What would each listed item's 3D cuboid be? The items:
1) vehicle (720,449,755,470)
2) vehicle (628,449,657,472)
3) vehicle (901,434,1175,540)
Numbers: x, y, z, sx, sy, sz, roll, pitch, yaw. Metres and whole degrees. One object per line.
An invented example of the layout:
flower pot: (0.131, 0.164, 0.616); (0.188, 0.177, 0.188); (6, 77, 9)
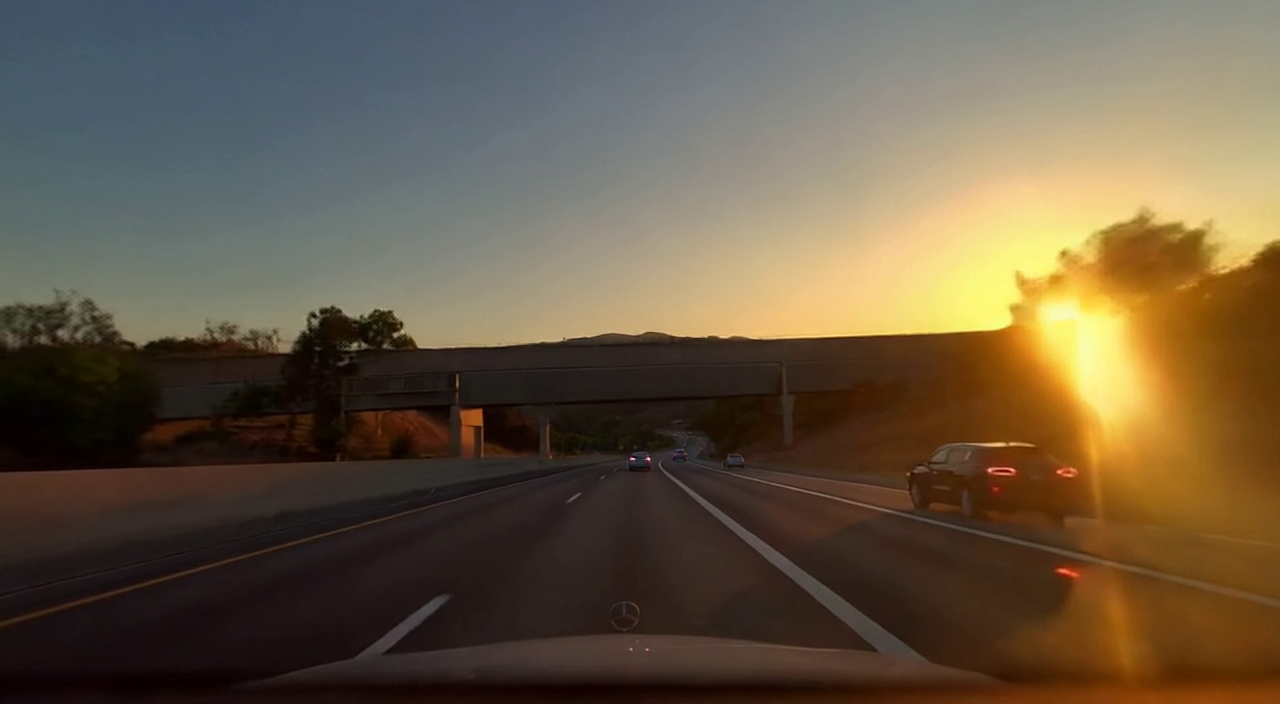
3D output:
vehicle: (7.114, 7.901, 46.124); (1.941, 1.485, 3.701); (0, -9, -1)
vehicle: (0.181, 7.877, 45.705); (2.025, 1.526, 4.181); (0, -9, 0)
vehicle: (6.867, 2.360, 11.625); (2.008, 1.533, 4.592); (0, -9, -1)
